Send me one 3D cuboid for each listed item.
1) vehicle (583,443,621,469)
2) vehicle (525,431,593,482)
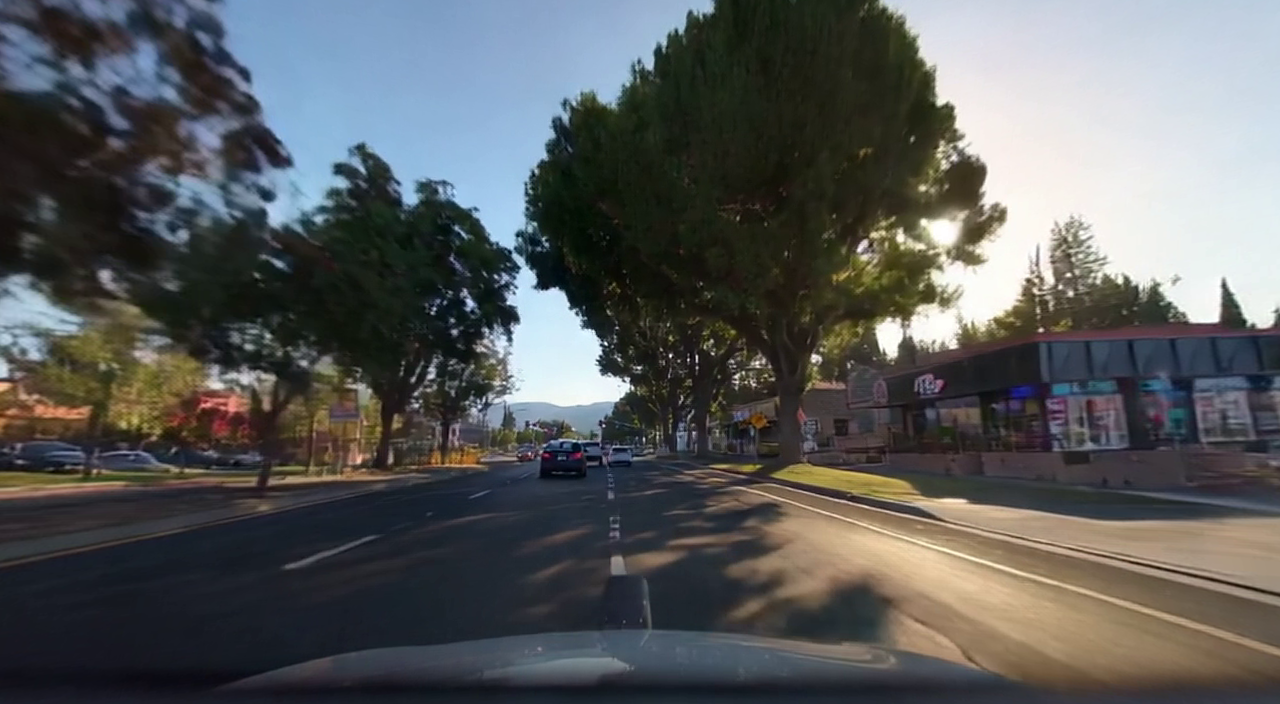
[{"bbox_3d":[-2.334,6.174,37.423,2.113,1.446,4.309,1,-8,-5],"label":"vehicle"},{"bbox_3d":[-3.199,4.267,26.006,2.222,1.899,5.006,0,-8,-1],"label":"vehicle"}]
